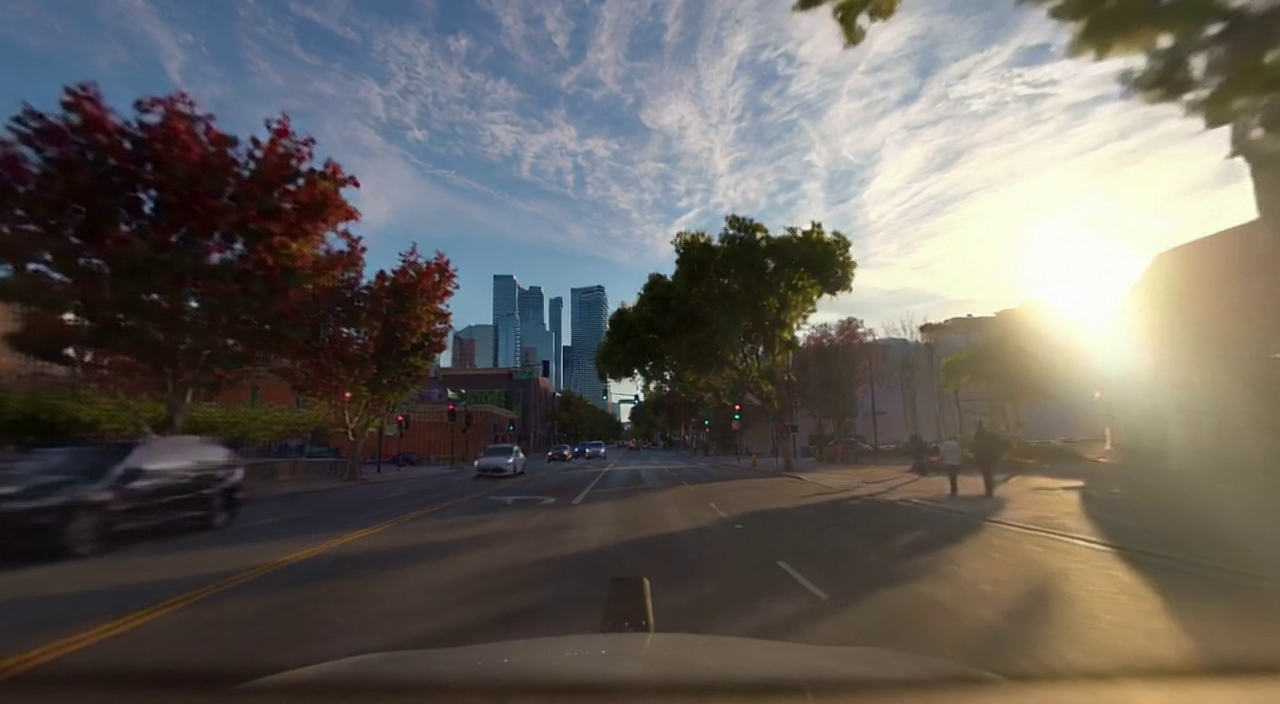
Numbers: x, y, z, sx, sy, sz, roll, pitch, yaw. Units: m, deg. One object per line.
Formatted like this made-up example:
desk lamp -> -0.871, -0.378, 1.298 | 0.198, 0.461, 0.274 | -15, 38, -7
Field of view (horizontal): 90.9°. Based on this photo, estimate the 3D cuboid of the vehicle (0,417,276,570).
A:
vehicle -> -8.681, 2.167, 10.554 | 2.242, 1.919, 4.922 | 0, -8, -1

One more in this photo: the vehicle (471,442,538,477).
vehicle -> -6.224, 4.965, 29.466 | 2.097, 1.495, 4.489 | 0, -8, 0
